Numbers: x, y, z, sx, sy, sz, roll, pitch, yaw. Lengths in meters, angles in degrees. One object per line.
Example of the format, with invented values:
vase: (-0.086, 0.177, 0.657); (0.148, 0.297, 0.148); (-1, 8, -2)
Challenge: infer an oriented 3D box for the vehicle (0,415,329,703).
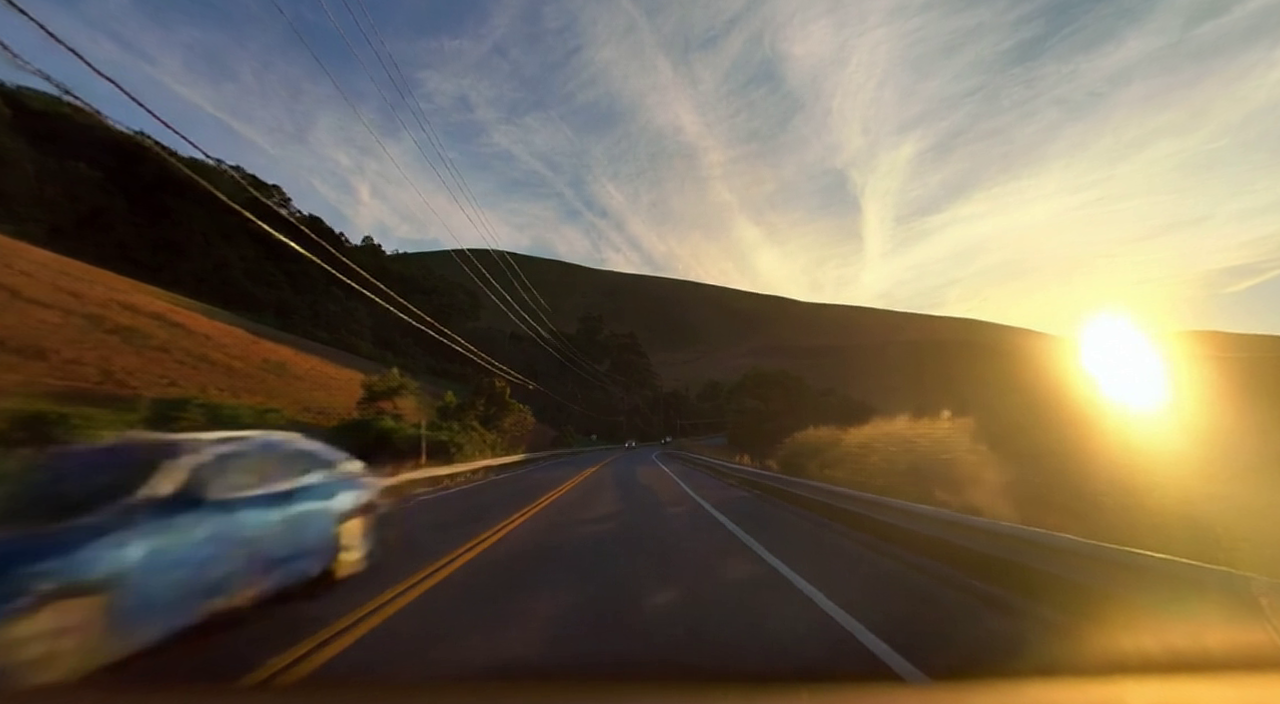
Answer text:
vehicle: (-3.598, 1.063, 2.887); (2.083, 1.486, 4.446); (0, -9, 0)
